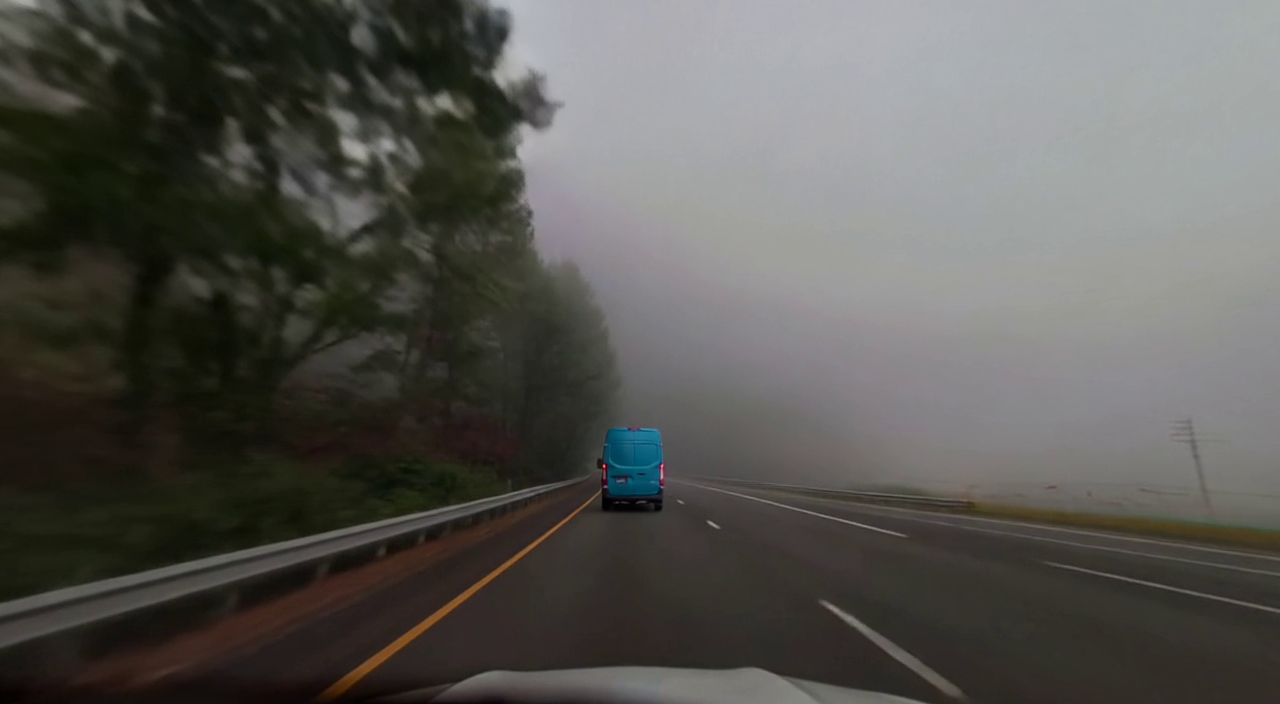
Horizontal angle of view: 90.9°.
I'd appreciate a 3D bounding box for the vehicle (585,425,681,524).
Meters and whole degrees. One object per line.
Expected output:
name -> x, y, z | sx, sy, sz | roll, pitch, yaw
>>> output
vehicle -> -0.282, 3.621, 18.864 | 2.375, 2.432, 6.161 | 1, -10, -2
